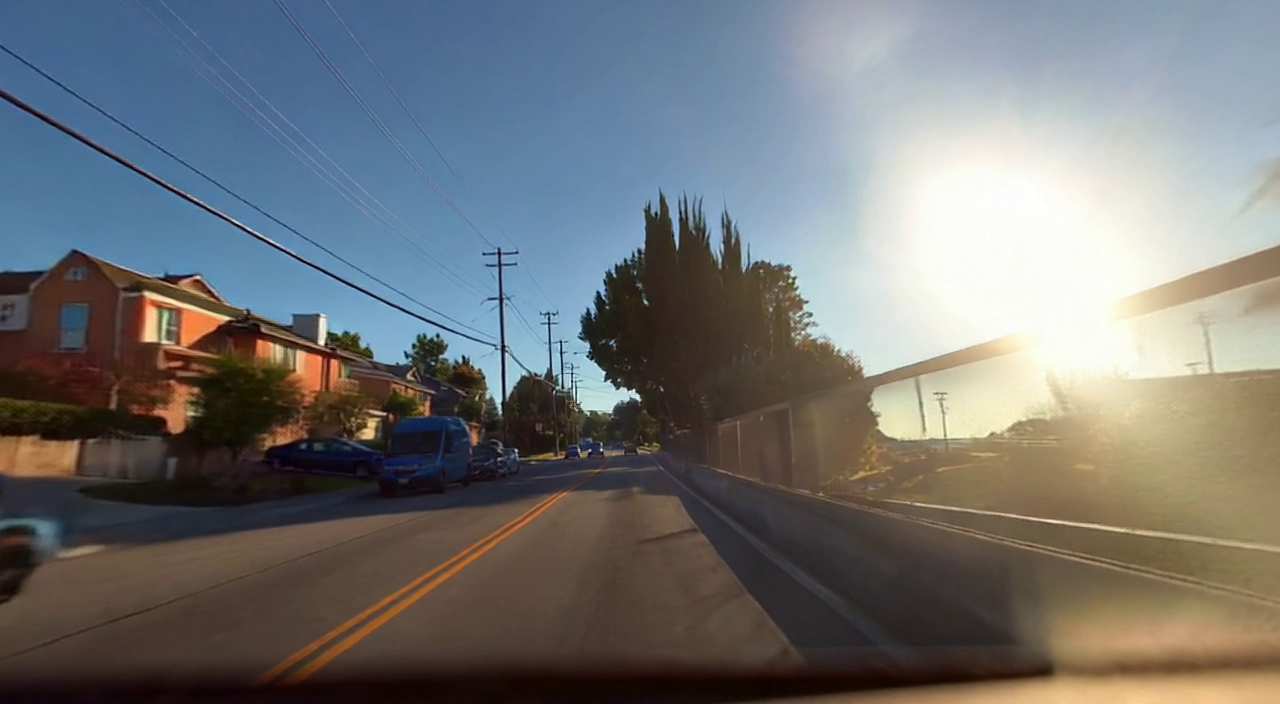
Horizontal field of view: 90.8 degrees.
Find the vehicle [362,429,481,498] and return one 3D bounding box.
[{"bbox_3d":[-7.518,3.882,22.475,2.335,2.136,5.328,0,-9,-1],"label":"vehicle"}]

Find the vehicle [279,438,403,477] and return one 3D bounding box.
[{"bbox_3d":[-12.707,4.517,27.126,4.334,1.590,2.006,1,-9,-8],"label":"vehicle"}]
